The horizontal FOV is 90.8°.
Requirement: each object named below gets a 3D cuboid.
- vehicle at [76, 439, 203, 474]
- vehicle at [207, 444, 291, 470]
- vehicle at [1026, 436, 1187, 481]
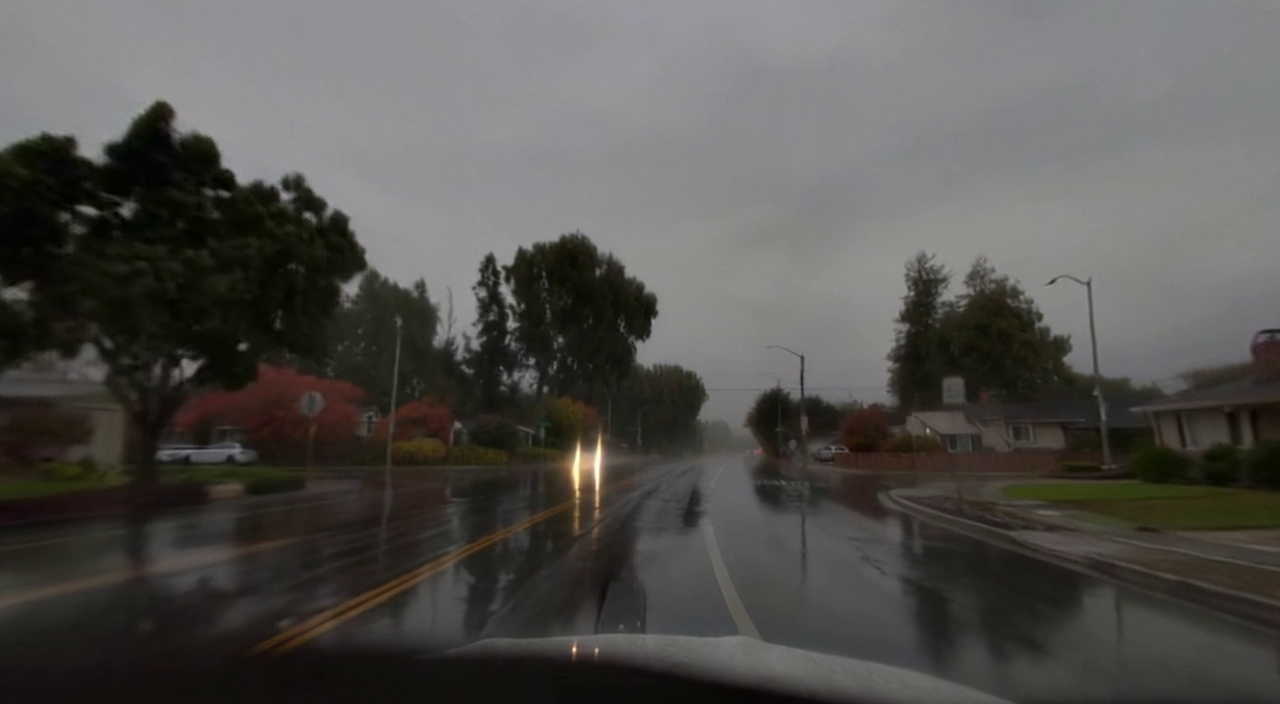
[{"bbox_3d":[-29.041,6.060,36.724,5.754,1.892,2.236,-1,-9,7],"label":"vehicle"},{"bbox_3d":[-28.028,7.527,45.338,4.793,1.745,2.012,-1,-9,7],"label":"vehicle"},{"bbox_3d":[21.641,4.999,29.584,5.484,1.842,2.188,-4,-10,8],"label":"vehicle"}]
